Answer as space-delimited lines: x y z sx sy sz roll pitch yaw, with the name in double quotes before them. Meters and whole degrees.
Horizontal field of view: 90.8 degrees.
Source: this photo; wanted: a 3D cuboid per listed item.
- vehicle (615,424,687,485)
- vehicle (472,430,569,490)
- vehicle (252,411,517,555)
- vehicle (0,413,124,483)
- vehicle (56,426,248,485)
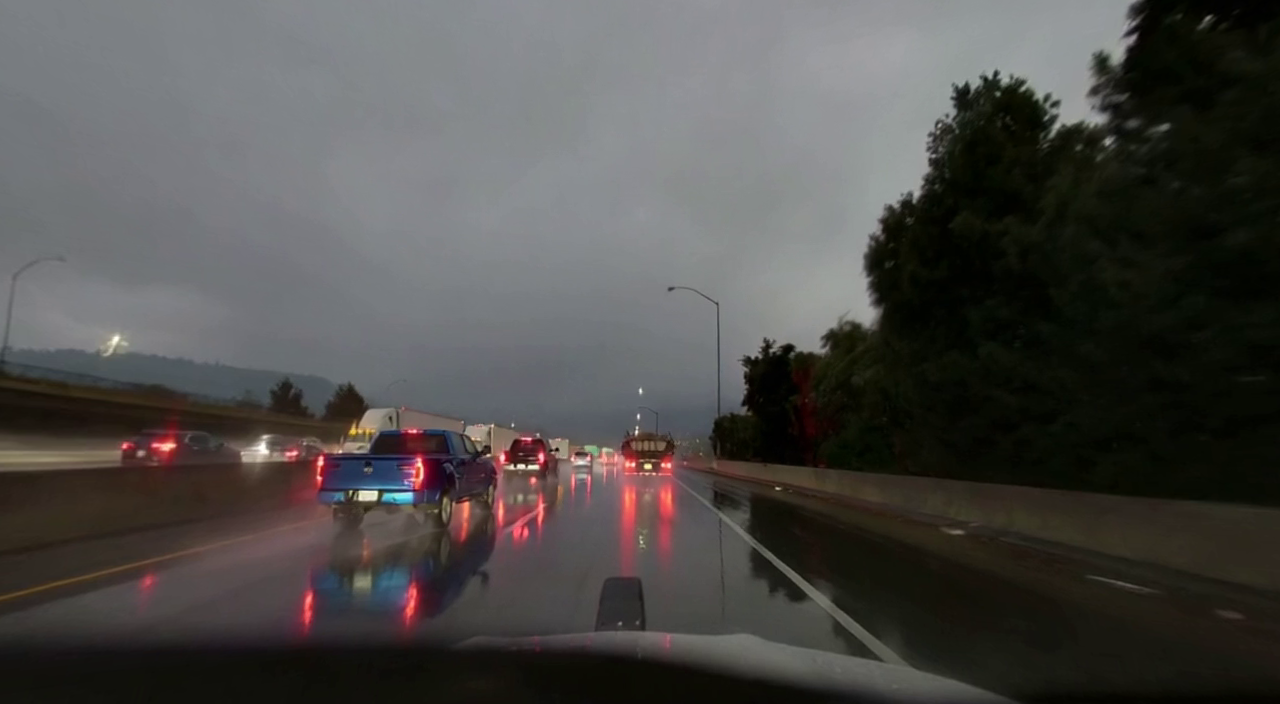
"vehicle" 0.380 4.744 29.563 2.886 2.471 7.692 0 -9 -1
"vehicle" -4.331 4.042 24.018 2.575 1.958 5.730 0 -9 0
"vehicle" -3.797 2.073 10.746 2.303 1.835 5.044 0 -9 1
"vehicle" -16.702 2.516 16.542 2.030 1.688 4.755 -1 -9 7
"vehicle" -13.648 2.929 18.060 1.828 1.482 4.204 -1 -9 6
